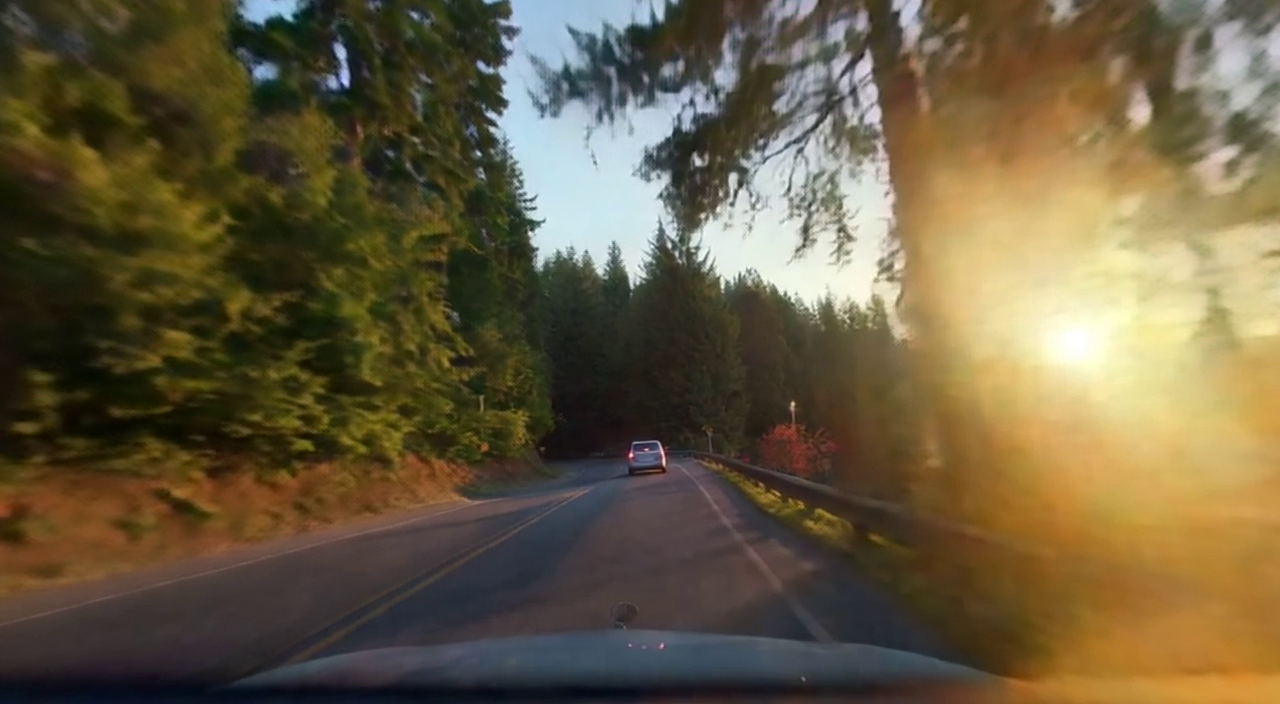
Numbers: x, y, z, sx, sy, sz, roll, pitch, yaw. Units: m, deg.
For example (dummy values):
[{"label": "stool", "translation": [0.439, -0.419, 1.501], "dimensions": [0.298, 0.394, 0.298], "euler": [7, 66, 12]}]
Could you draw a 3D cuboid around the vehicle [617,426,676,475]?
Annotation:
[{"label": "vehicle", "translation": [0.291, 4.824, 31.088], "dimensions": [2.469, 1.953, 5.605], "euler": [-6, -9, 0]}]
